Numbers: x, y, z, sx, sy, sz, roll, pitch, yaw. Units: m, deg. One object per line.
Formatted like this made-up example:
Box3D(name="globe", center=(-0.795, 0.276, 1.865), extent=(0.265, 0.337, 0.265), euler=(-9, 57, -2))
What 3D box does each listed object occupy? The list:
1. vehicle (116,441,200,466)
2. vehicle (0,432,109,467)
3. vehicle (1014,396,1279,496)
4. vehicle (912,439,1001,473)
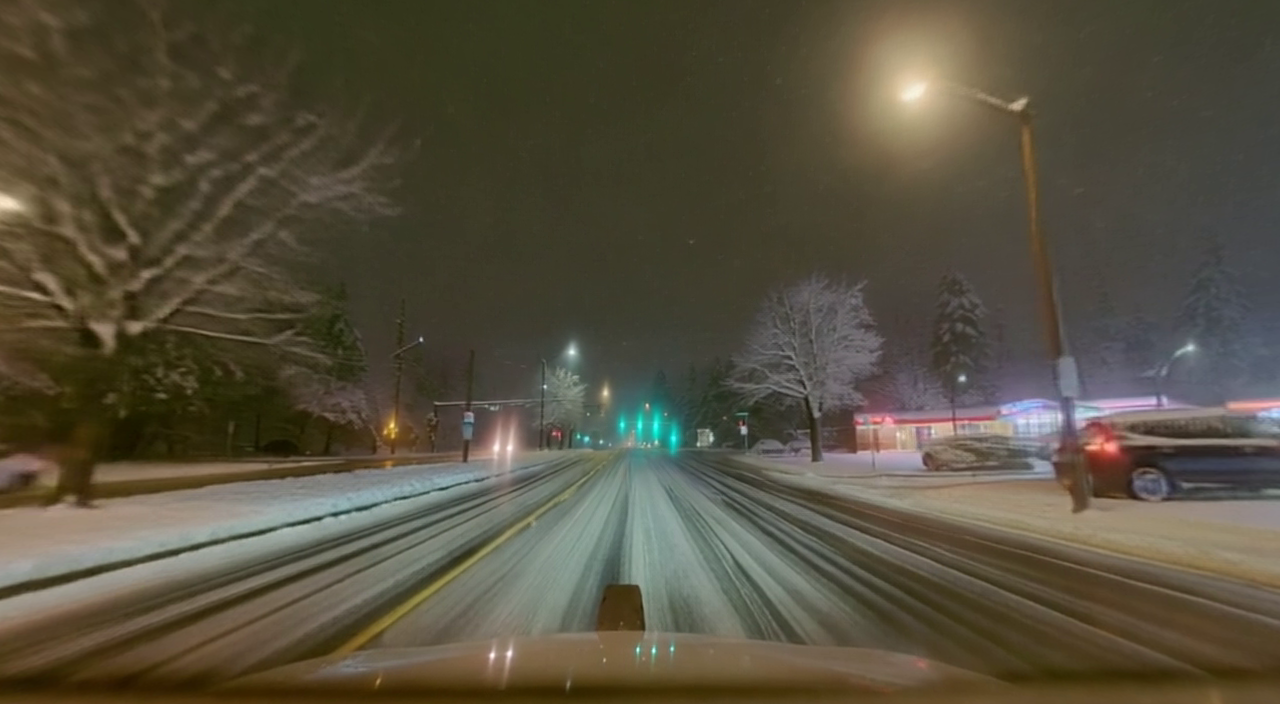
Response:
Box3D(name="vehicle", center=(-31.866, 6.711, 41.822), extent=(3.894, 1.590, 1.908), euler=(0, -8, -2))
Box3D(name="vehicle", center=(-35.863, 5.825, 37.910), extent=(2.667, 1.929, 6.076), euler=(-1, -8, 0))
Box3D(name="vehicle", center=(13.320, 2.360, 15.930), extent=(6.063, 2.313, 2.534), euler=(0, -8, 1))
Box3D(name="vehicle", center=(14.870, 4.887, 29.976), extent=(1.920, 1.471, 4.516), euler=(0, -8, 1))
